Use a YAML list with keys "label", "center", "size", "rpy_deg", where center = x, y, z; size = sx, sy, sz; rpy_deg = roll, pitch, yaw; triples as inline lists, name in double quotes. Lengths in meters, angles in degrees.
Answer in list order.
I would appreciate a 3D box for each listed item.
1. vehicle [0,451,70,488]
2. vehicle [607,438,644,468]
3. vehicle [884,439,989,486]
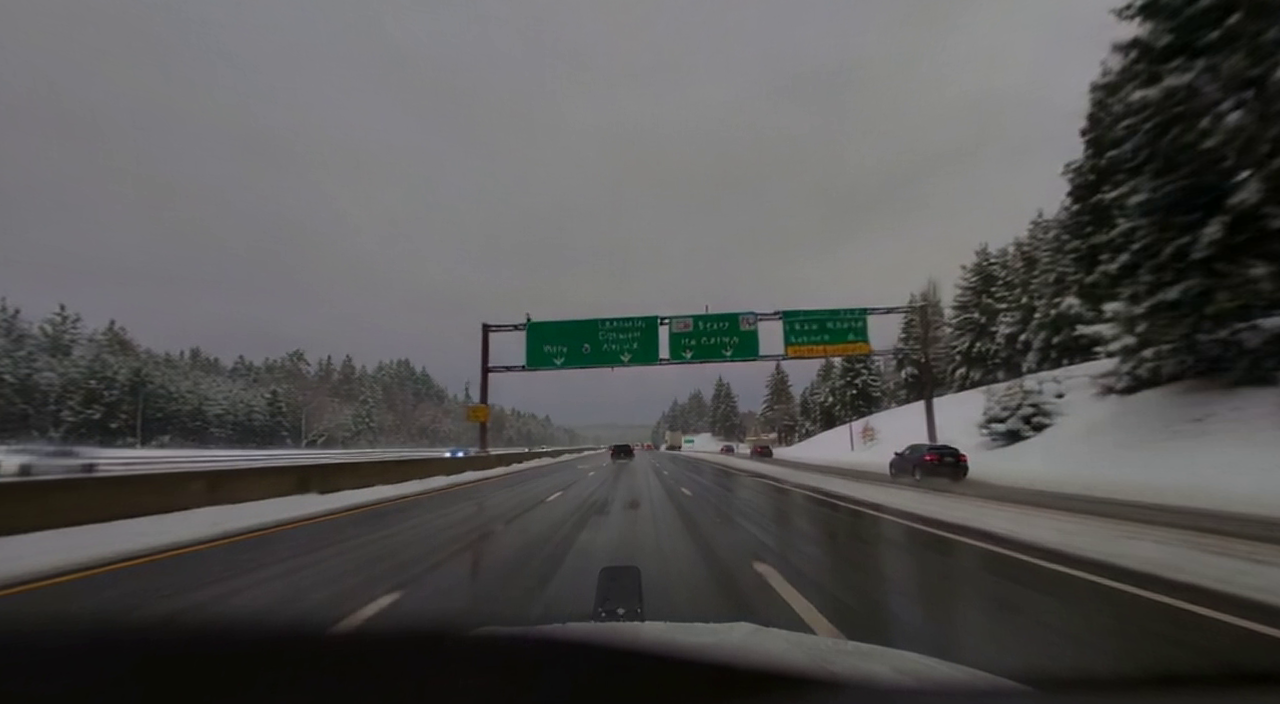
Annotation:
- label: "vehicle"
  center: [-25.683, 4.701, 25.481]
  size: [1.691, 1.395, 3.857]
  rpy_deg: [0, -8, 0]
- label: "vehicle"
  center: [-0.855, 6.204, 38.918]
  size: [2.121, 1.739, 4.087]
  rpy_deg: [0, -8, -1]
- label: "vehicle"
  center: [11.399, 4.252, 24.685]
  size: [1.912, 1.673, 4.438]
  rpy_deg: [0, -8, -1]
